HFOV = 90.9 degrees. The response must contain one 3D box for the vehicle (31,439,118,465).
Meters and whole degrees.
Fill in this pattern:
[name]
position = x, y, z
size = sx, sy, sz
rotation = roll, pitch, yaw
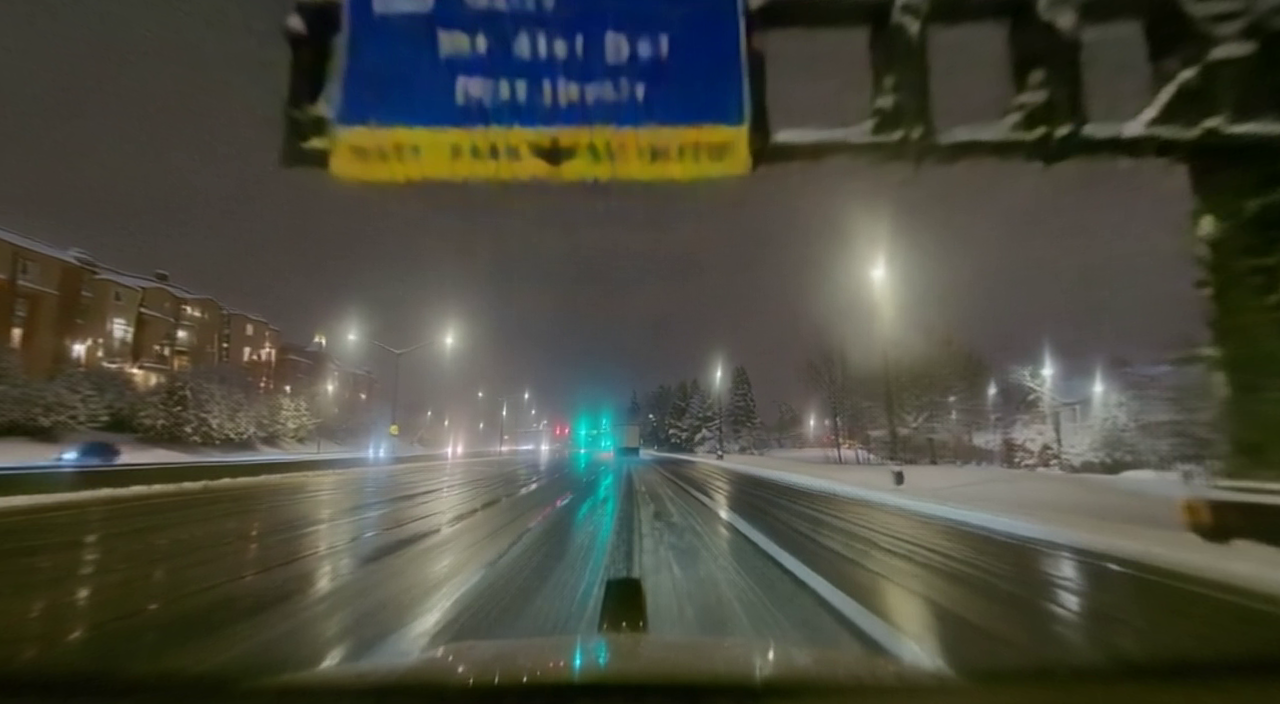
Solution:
[vehicle]
position = -41.278, 7.332, 46.222
size = 1.962, 1.758, 4.831
rotation = 0, -9, -2
